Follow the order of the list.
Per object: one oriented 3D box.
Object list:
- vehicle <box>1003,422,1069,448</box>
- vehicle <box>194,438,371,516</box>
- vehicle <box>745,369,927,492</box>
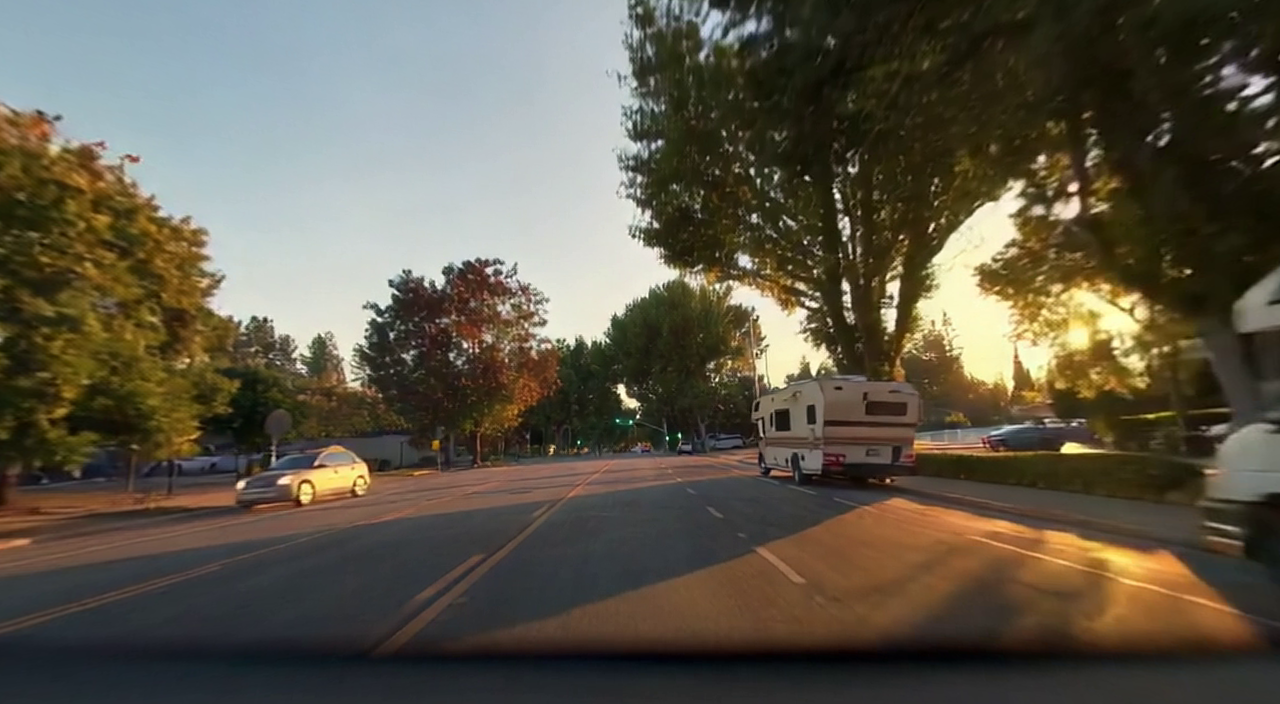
[{"bbox_3d":[27.382,5.817,43.852,1.812,1.658,4.365,-1,-8,1],"label":"vehicle"},{"bbox_3d":[-9.972,3.465,18.243,2.391,1.843,4.764,-2,-8,-1],"label":"vehicle"},{"bbox_3d":[5.992,2.800,21.629,2.944,3.252,9.712,0,-9,-1],"label":"vehicle"}]
